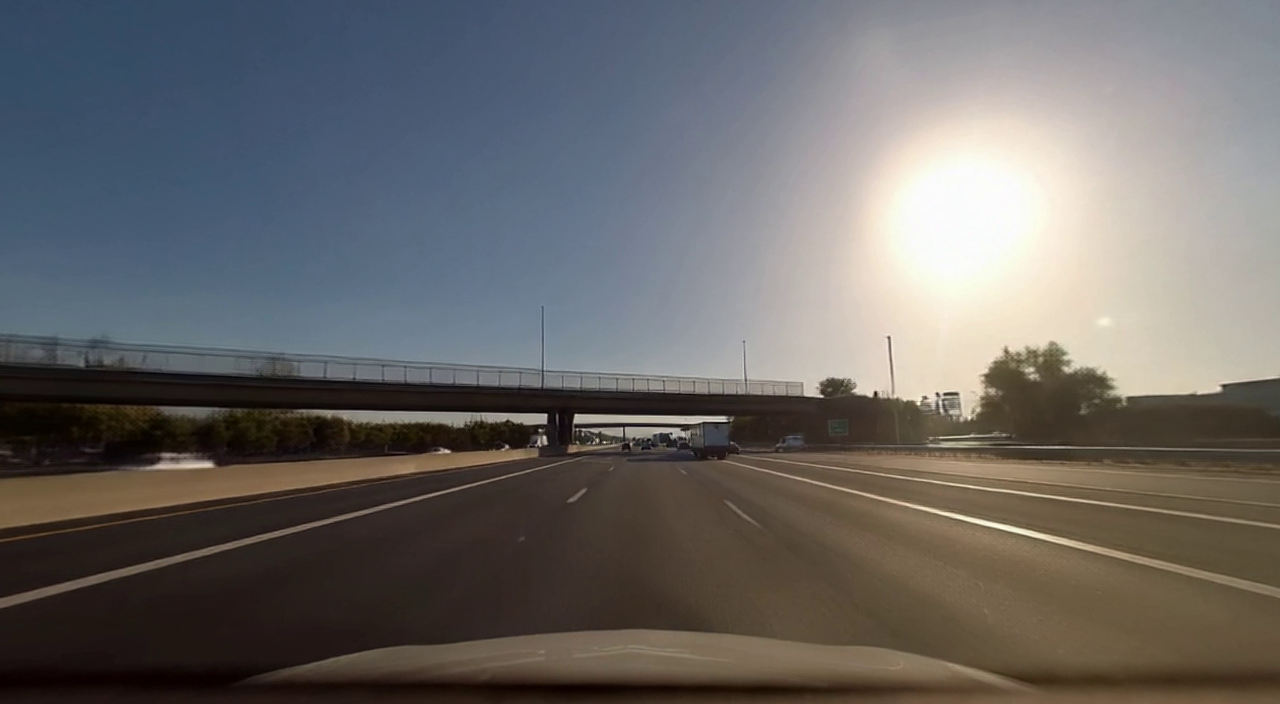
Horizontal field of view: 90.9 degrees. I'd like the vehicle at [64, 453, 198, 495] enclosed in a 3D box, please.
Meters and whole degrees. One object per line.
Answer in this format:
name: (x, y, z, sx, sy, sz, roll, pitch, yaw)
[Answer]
vehicle: (-20.403, 4.886, 25.574, 1.831, 1.468, 4.299, 0, -8, 0)
